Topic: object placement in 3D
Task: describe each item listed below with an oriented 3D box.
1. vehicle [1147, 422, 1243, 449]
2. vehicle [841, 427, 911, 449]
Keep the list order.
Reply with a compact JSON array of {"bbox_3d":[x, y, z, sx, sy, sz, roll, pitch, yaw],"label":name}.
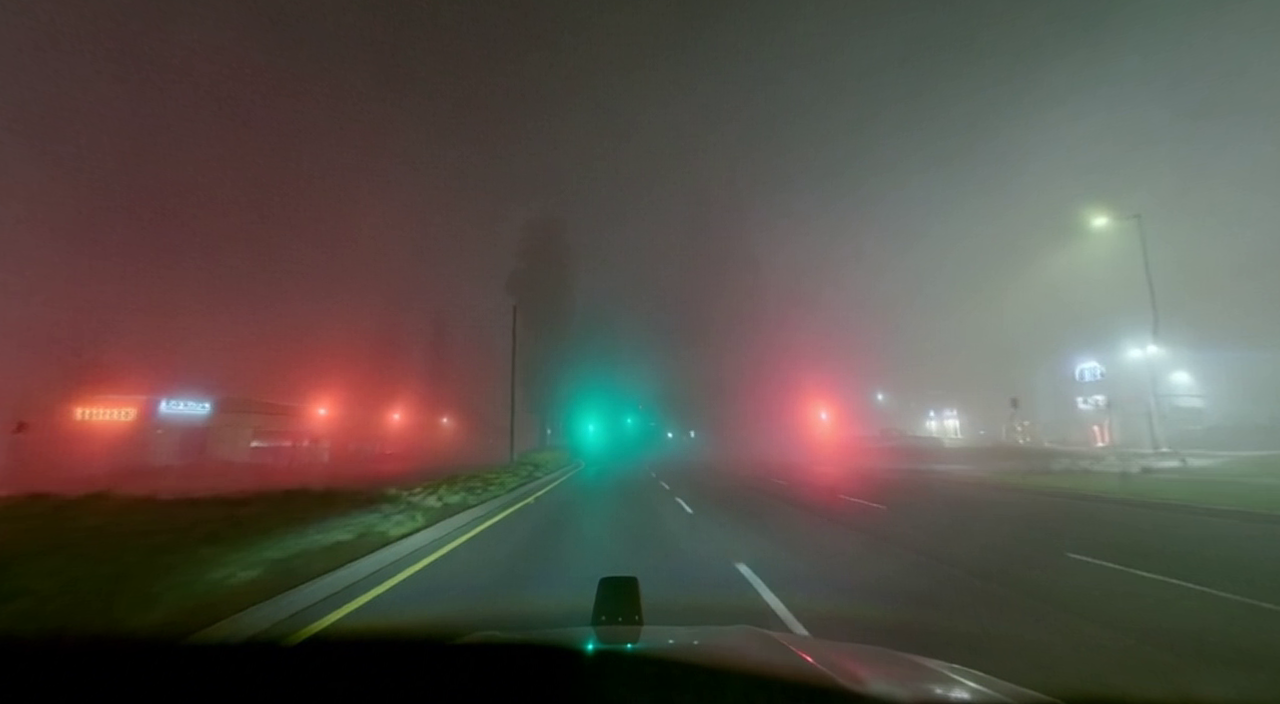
[{"bbox_3d":[34.986,5.322,40.017,1.886,1.548,4.605,0,-9,-1],"label":"vehicle"},{"bbox_3d":[18.500,6.756,49.692,4.688,1.658,1.950,0,-8,-2],"label":"vehicle"}]
